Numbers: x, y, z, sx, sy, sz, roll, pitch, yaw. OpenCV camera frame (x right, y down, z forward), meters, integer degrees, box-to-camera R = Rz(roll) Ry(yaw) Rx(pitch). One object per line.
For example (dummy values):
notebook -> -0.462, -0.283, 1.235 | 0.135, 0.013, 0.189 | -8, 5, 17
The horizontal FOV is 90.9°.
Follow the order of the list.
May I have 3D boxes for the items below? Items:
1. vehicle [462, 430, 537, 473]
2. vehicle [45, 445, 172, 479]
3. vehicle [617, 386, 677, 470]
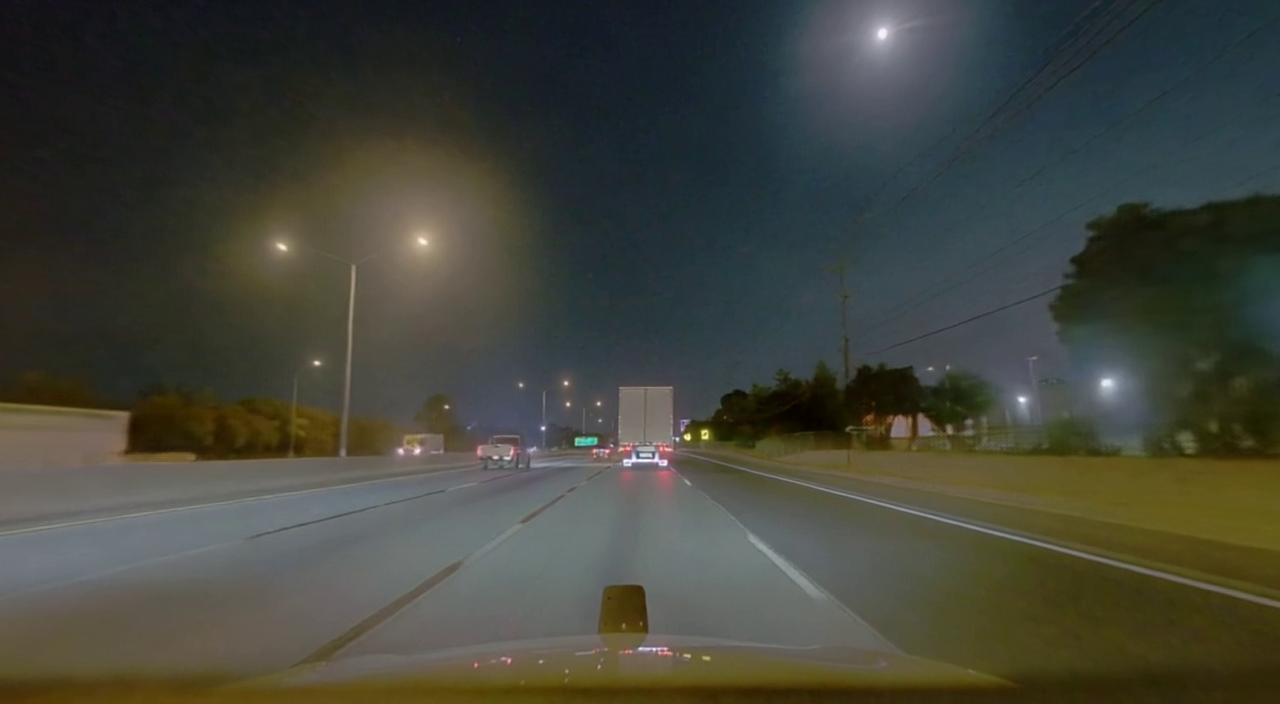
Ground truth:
vehicle -> -6.871, 4.939, 31.603 | 2.263, 1.936, 5.802 | 0, -8, 1
vehicle -> -25.387, 5.228, 30.377 | 1.898, 1.513, 4.775 | 0, -8, 1
vehicle -> 0.580, 4.482, 35.994 | 2.879, 4.027, 11.243 | -1, -8, 2
